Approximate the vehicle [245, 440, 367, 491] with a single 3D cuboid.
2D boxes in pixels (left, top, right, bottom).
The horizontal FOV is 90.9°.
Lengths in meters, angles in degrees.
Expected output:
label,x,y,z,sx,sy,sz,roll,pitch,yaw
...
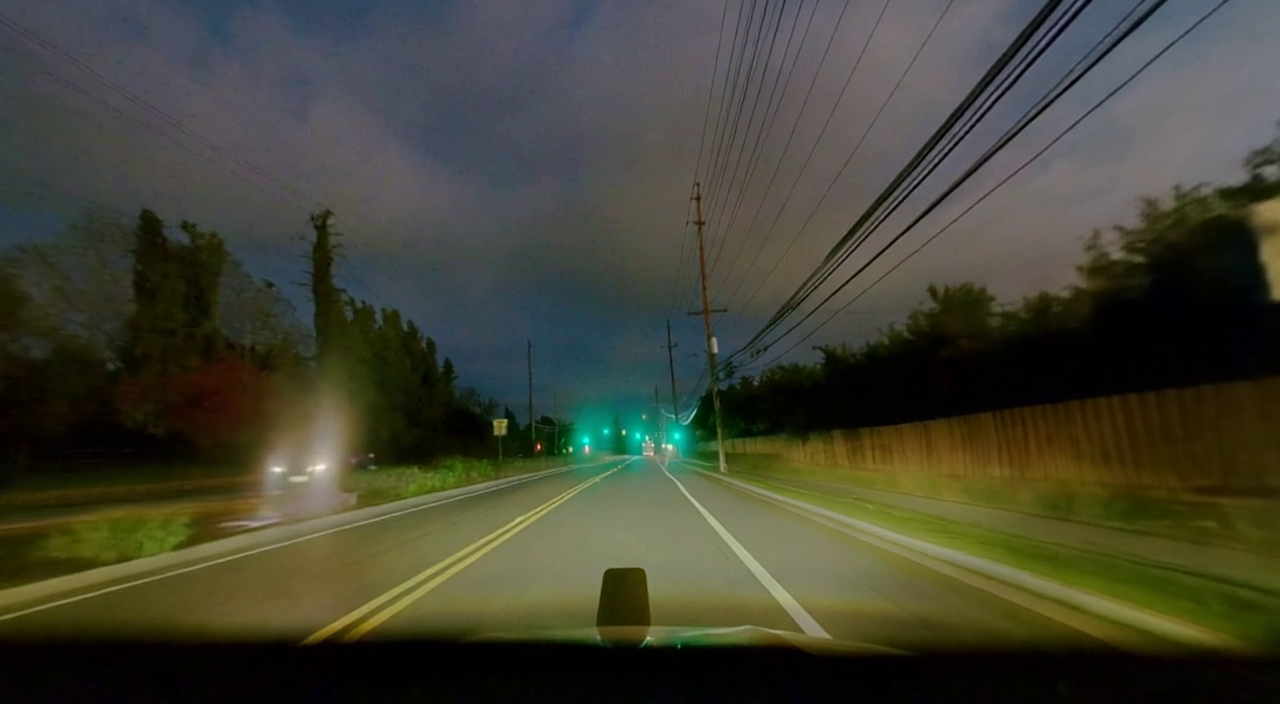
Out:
label,x,y,z,sx,sy,sz,roll,pitch,yaw
vehicle,-12.259,4.166,23.589,1.989,1.683,4.615,0,-8,1
